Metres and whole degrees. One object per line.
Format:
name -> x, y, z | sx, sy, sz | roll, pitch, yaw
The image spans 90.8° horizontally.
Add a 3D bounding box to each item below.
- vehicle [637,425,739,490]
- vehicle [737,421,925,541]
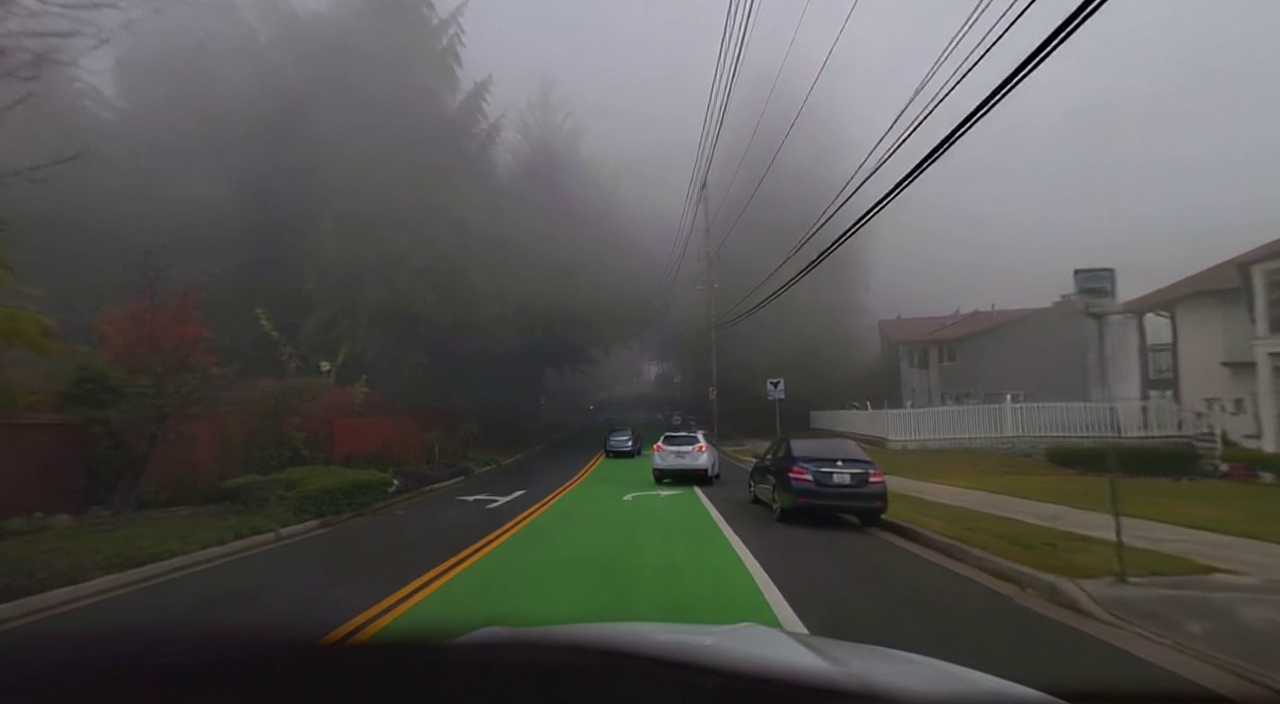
vehicle -> 1.559, 2.972, 18.191 | 2.235, 1.500, 4.496 | 1, -8, 13
vehicle -> 3.084, 2.171, 11.329 | 1.909, 1.694, 4.472 | 0, -8, -1
